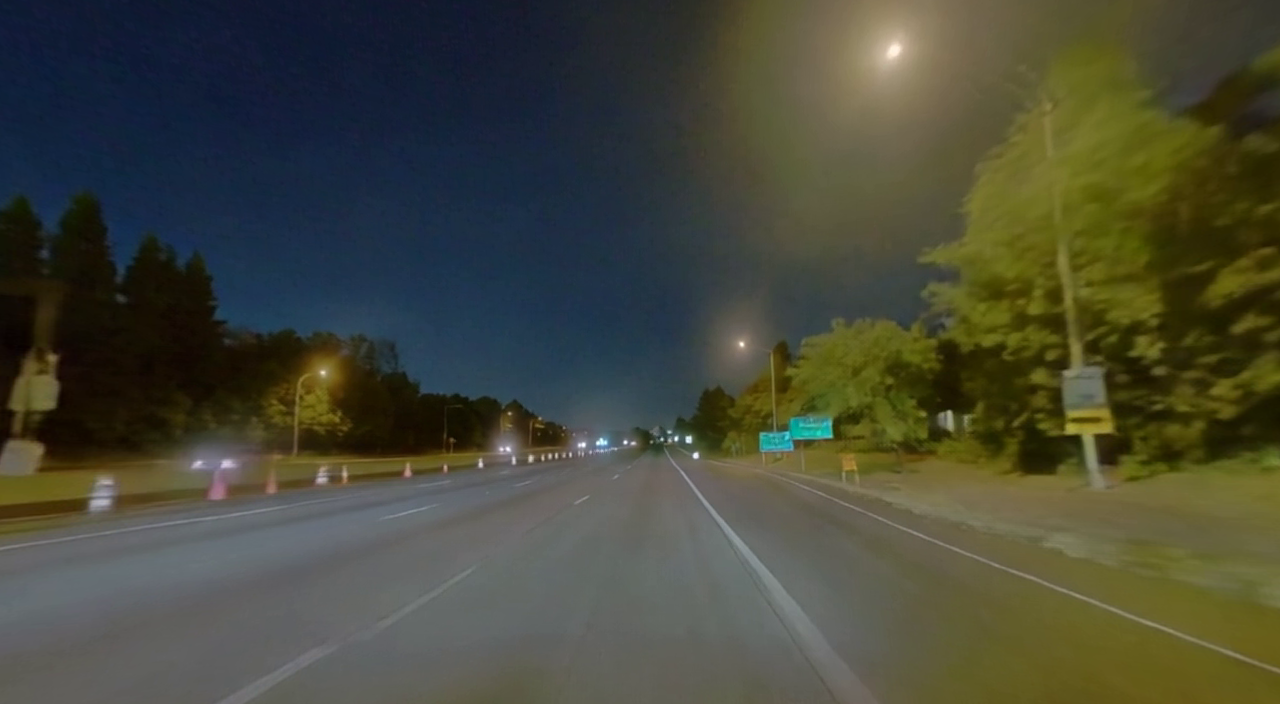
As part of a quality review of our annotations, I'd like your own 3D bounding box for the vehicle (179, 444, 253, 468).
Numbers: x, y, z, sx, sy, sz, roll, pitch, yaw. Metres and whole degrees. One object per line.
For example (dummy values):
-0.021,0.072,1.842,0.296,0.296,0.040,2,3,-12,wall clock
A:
-29.473,7.226,43.938,1.881,1.526,4.429,0,-8,3,vehicle
